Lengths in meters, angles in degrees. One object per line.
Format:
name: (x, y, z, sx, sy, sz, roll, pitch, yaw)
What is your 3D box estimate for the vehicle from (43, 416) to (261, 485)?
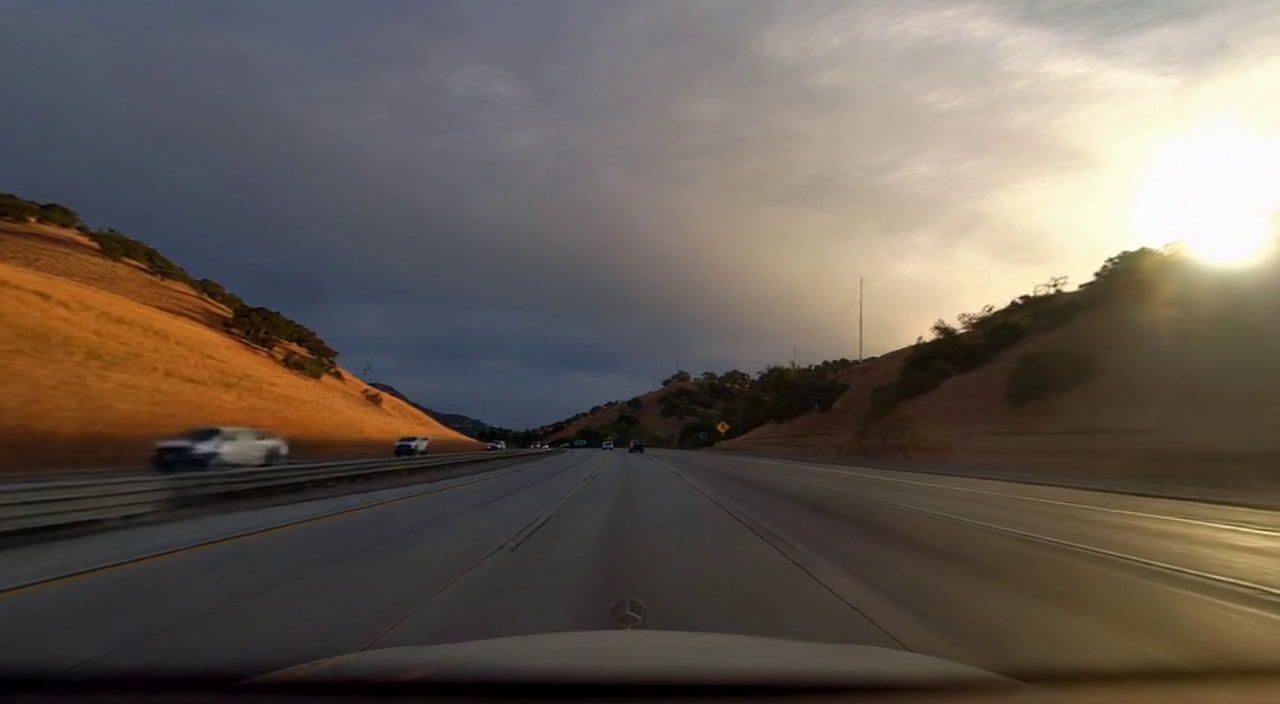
vehicle: (-14.309, 2.960, 19.134, 2.129, 1.767, 5.642, 0, -8, 0)
